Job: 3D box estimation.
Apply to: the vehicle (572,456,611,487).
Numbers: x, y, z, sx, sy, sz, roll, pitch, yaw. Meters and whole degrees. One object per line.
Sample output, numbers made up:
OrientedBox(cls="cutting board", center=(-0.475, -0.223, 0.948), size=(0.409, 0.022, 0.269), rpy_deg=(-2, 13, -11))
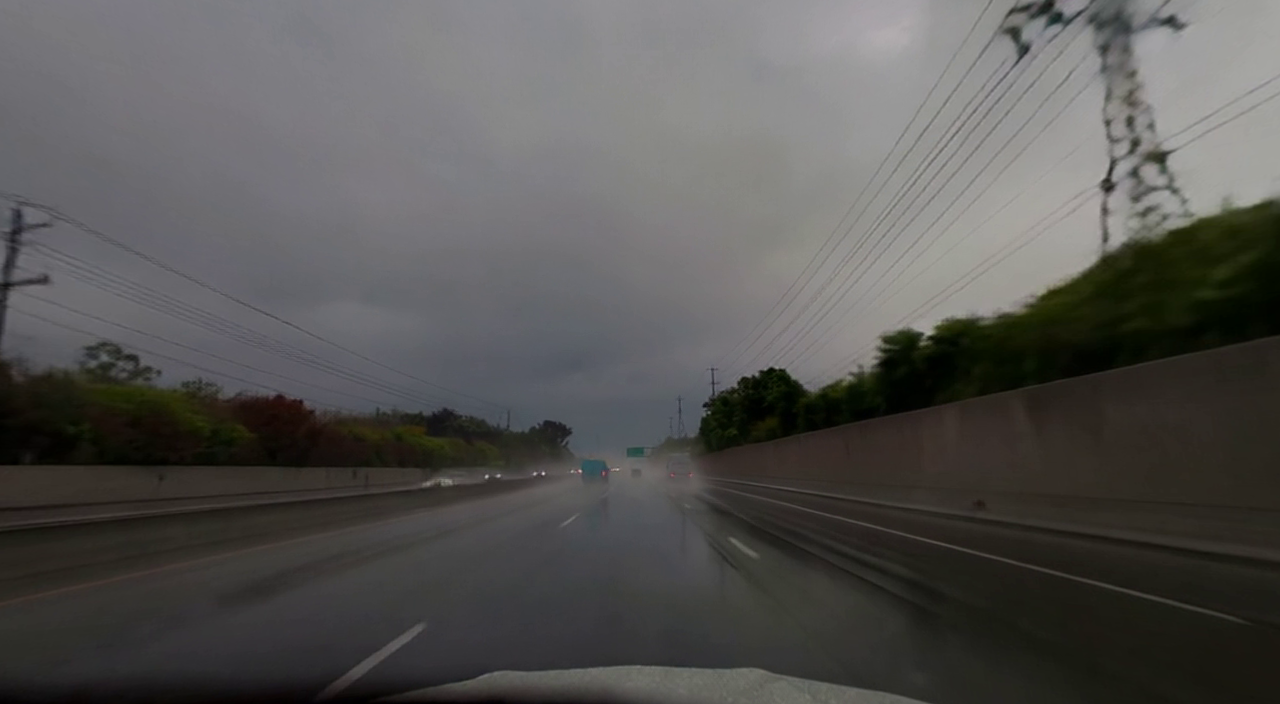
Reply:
OrientedBox(cls="vehicle", center=(-3.297, 8.356, 44.104), size=(2.324, 2.008, 4.654), rpy_deg=(1, -11, 0))

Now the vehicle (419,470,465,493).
OrientedBox(cls="vehicle", center=(-13.298, 8.694, 42.472), size=(1.776, 1.420, 3.864), rpy_deg=(1, -11, 1))
